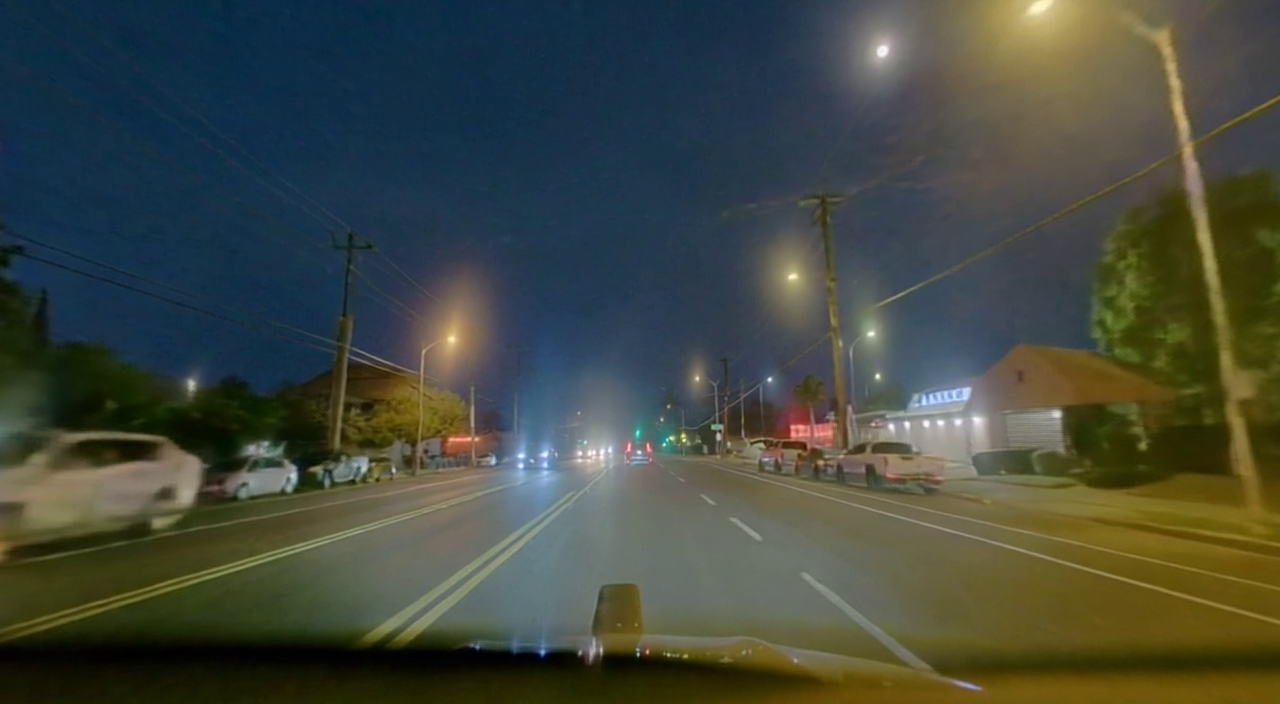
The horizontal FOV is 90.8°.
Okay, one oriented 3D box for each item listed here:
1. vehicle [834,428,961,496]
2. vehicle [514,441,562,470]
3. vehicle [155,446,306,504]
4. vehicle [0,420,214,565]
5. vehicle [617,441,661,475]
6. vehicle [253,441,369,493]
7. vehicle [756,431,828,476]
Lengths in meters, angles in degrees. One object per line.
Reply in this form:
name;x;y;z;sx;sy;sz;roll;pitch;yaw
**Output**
vehicle;7.901;3.409;19.936;2.026;1.851;4.360;0;-8;-2
vehicle;-6.344;6.518;39.990;2.254;1.732;4.571;0;-8;0
vehicle;-14.207;4.232;22.396;2.041;1.789;5.070;0;-8;-2
vehicle;-9.472;2.111;10.054;2.048;1.890;4.780;0;-8;-1
vehicle;-0.074;5.263;31.710;2.067;1.547;4.513;0;-8;0
vehicle;-14.278;4.960;27.939;2.138;1.906;5.692;-3;-8;-1
vehicle;7.629;5.153;32.348;2.257;2.072;5.376;0;-8;-1
